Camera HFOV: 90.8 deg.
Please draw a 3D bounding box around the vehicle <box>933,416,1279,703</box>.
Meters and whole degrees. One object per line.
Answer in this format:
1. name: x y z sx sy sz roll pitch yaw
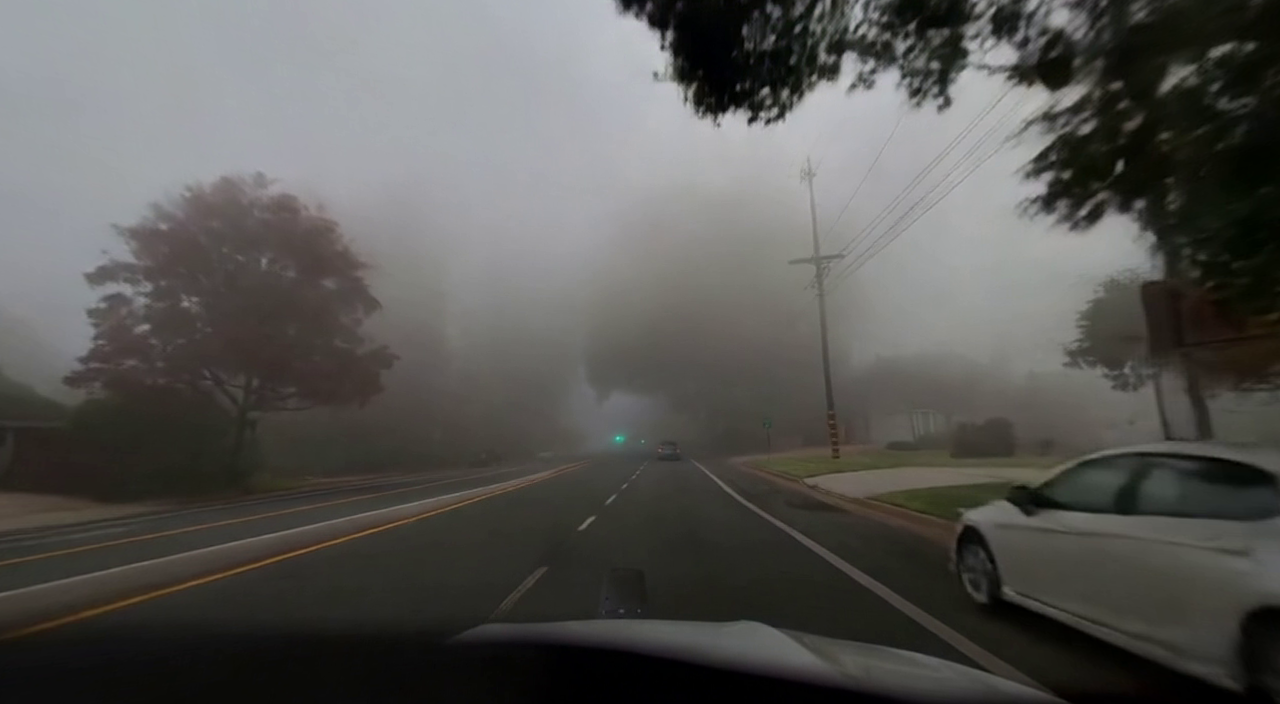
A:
1. vehicle: 3.618 1.098 3.285 1.993 1.457 4.599 0 -8 0
